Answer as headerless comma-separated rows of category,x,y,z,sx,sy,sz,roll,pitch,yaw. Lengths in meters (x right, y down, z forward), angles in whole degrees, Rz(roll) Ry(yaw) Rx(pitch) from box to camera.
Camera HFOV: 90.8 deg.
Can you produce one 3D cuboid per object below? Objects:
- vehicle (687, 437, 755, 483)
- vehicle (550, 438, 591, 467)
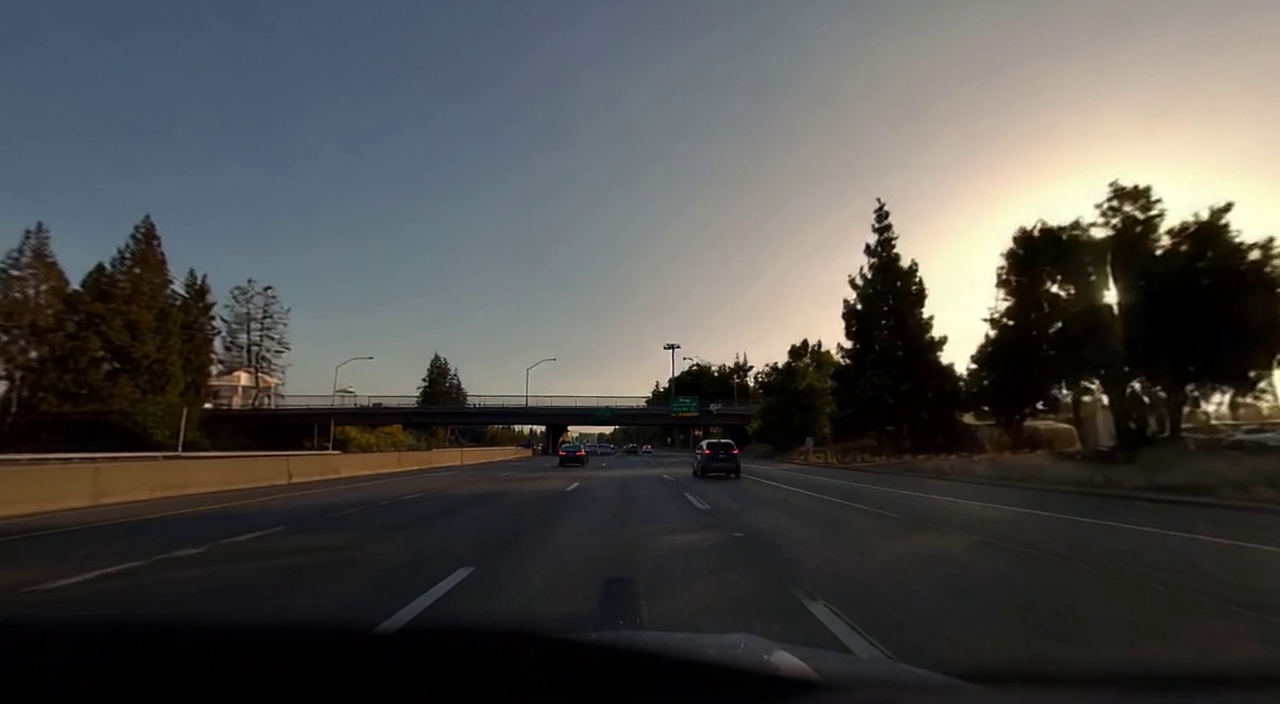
vehicle,3.117,4.253,25.217,1.997,1.686,4.247,0,-8,-2
vehicle,-4.506,6.603,41.578,2.176,1.779,4.755,0,-8,0
